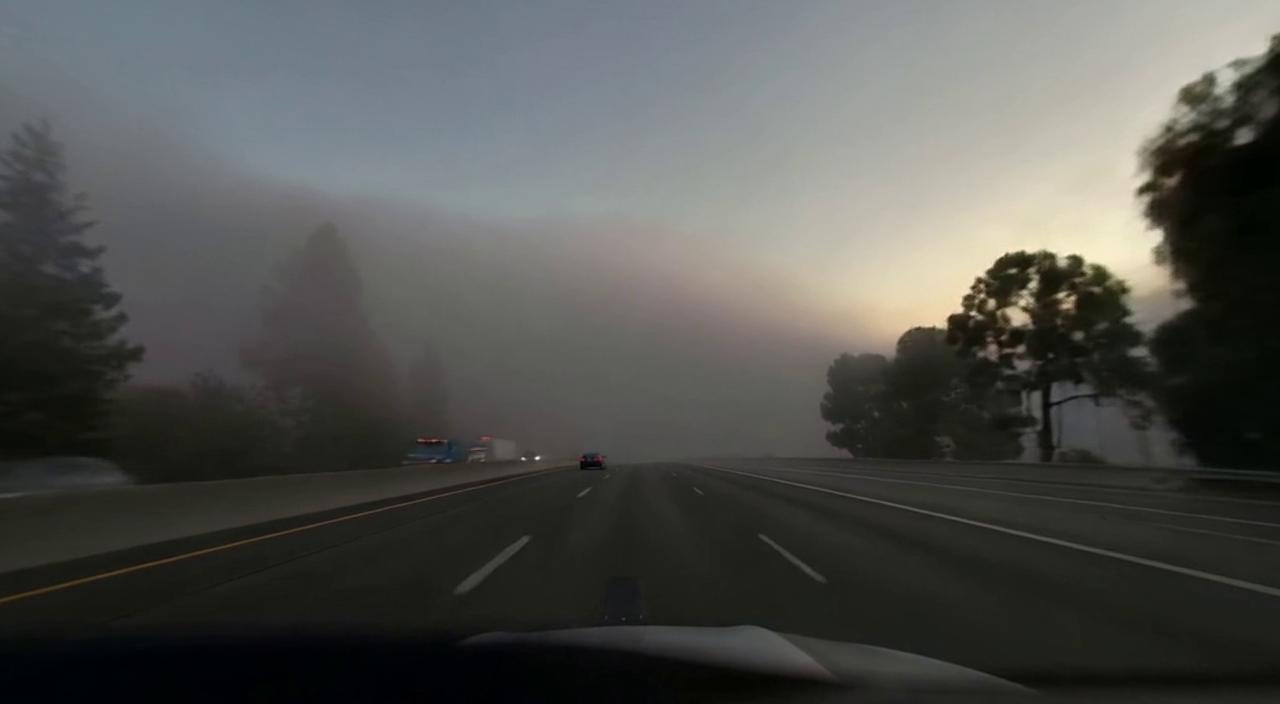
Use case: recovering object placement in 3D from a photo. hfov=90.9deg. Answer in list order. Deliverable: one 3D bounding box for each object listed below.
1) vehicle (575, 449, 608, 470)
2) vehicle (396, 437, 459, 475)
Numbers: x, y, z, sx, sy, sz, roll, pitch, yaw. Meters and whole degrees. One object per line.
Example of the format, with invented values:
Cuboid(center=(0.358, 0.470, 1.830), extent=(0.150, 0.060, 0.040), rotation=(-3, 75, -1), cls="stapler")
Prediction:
Cuboid(center=(-3.710, 8.318, 48.923), extent=(2.128, 1.521, 5.409), rotation=(0, -9, 0), cls="vehicle")
Cuboid(center=(-15.892, 7.843, 47.557), extent=(2.400, 2.633, 6.390), rotation=(0, -9, 1), cls="vehicle")
